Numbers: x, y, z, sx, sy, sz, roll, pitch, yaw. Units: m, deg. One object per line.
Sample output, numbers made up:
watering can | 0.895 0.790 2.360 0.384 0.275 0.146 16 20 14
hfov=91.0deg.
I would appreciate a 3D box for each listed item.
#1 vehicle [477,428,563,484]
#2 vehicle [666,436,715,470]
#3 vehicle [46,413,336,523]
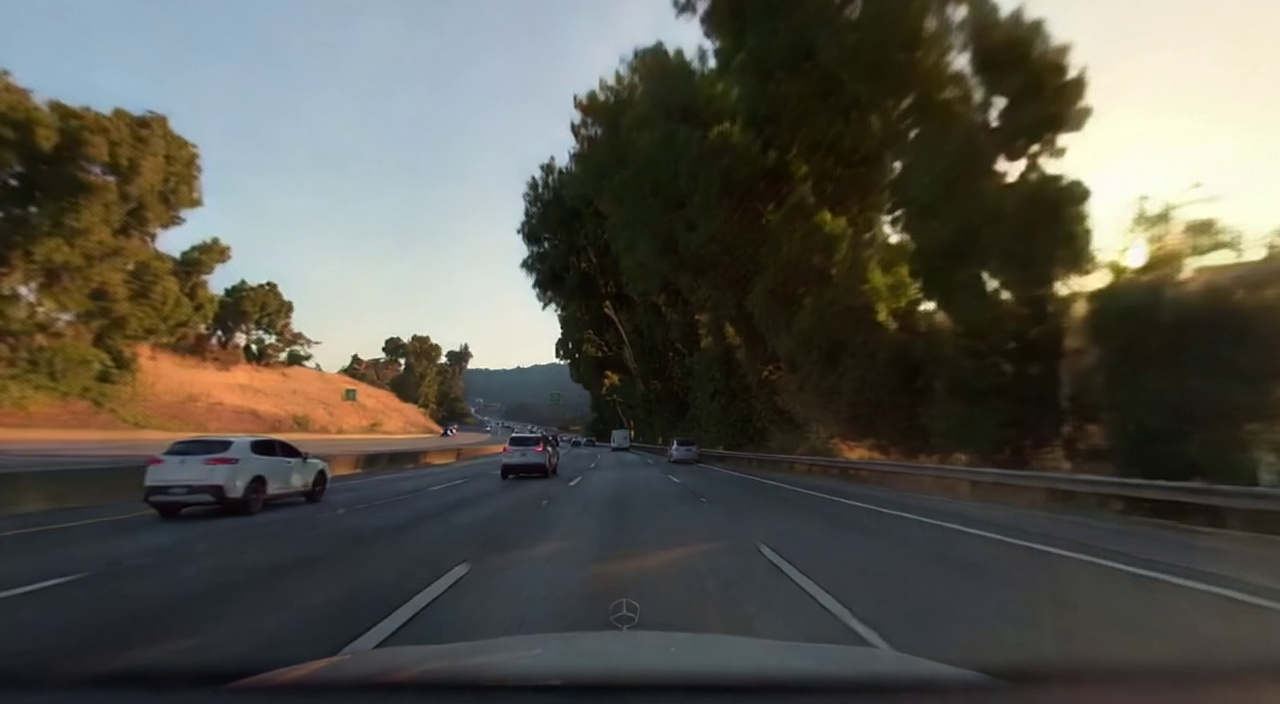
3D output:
vehicle | -3.895 3.453 21.161 2.002 1.680 4.301 0 -9 0
vehicle | 2.569 5.299 33.128 2.053 1.698 4.097 0 -9 -3
vehicle | -8.176 2.167 12.256 2.237 1.703 4.681 0 -9 -1
